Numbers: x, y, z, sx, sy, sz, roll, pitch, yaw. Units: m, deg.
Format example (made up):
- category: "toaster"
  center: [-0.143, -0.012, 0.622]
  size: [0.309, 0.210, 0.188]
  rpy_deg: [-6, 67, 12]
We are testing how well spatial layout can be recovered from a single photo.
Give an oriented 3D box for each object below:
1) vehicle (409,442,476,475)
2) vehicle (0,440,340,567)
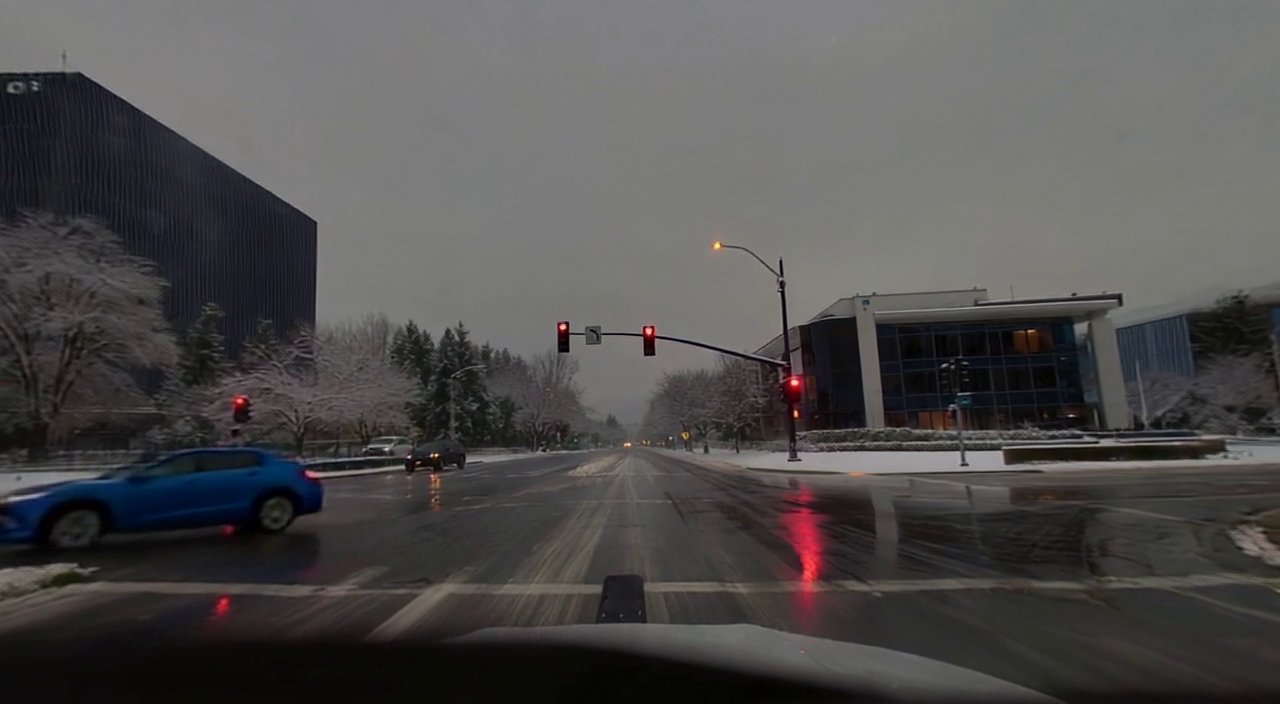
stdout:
- category: "vehicle"
  center: [-11.554, 6.277, 37.257]
  size: [2.069, 1.771, 4.947]
  rpy_deg: [0, -9, 3]
- category: "vehicle"
  center: [-7.557, 2.275, 10.294]
  size: [2.065, 1.572, 4.218]
  rpy_deg: [-7, -11, 37]
